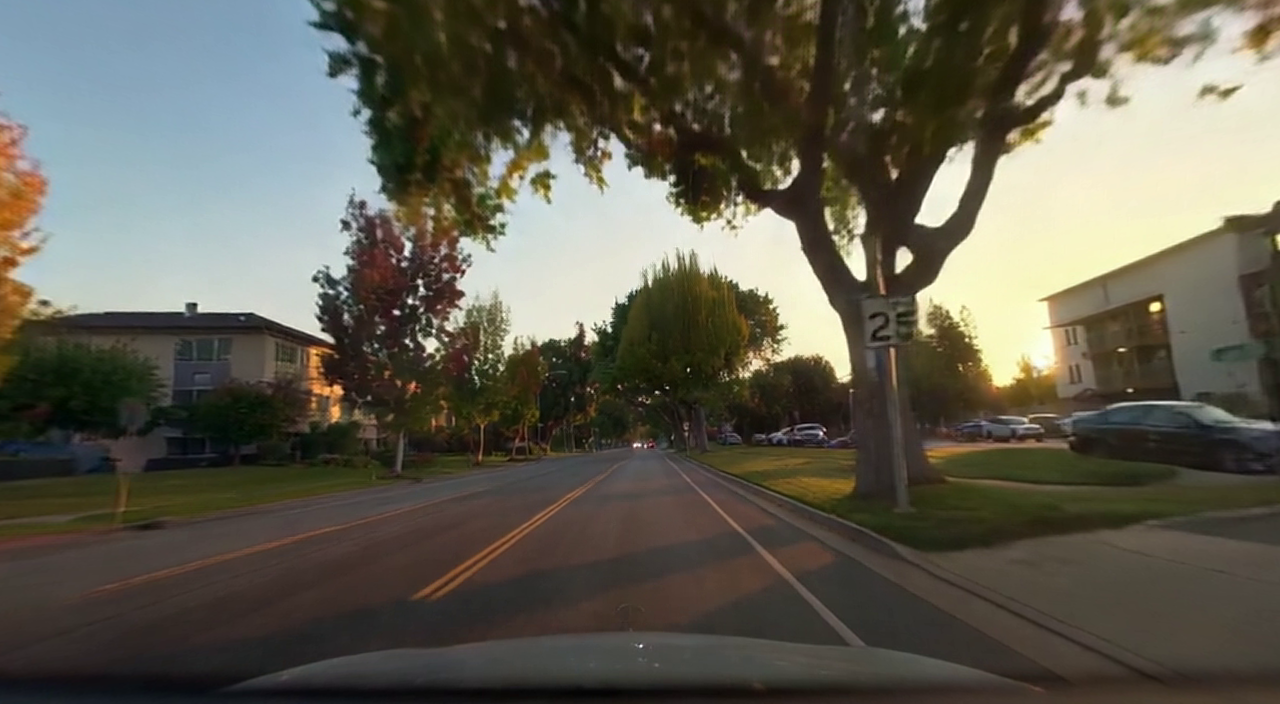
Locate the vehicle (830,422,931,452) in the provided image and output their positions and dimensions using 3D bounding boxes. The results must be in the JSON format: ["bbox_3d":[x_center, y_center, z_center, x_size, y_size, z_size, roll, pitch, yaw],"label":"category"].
[{"bbox_3d":[12.833,4.586,33.841,4.529,1.490,2.168,1,-8,-6],"label":"vehicle"}]

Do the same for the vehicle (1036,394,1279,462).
[{"bbox_3d":[12.526,1.818,14.872,4.955,1.489,2.002,0,-8,1],"label":"vehicle"}]

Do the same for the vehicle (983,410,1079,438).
[{"bbox_3d":[25.963,4.808,41.971,4.864,1.797,2.150,0,-8,1],"label":"vehicle"}]
